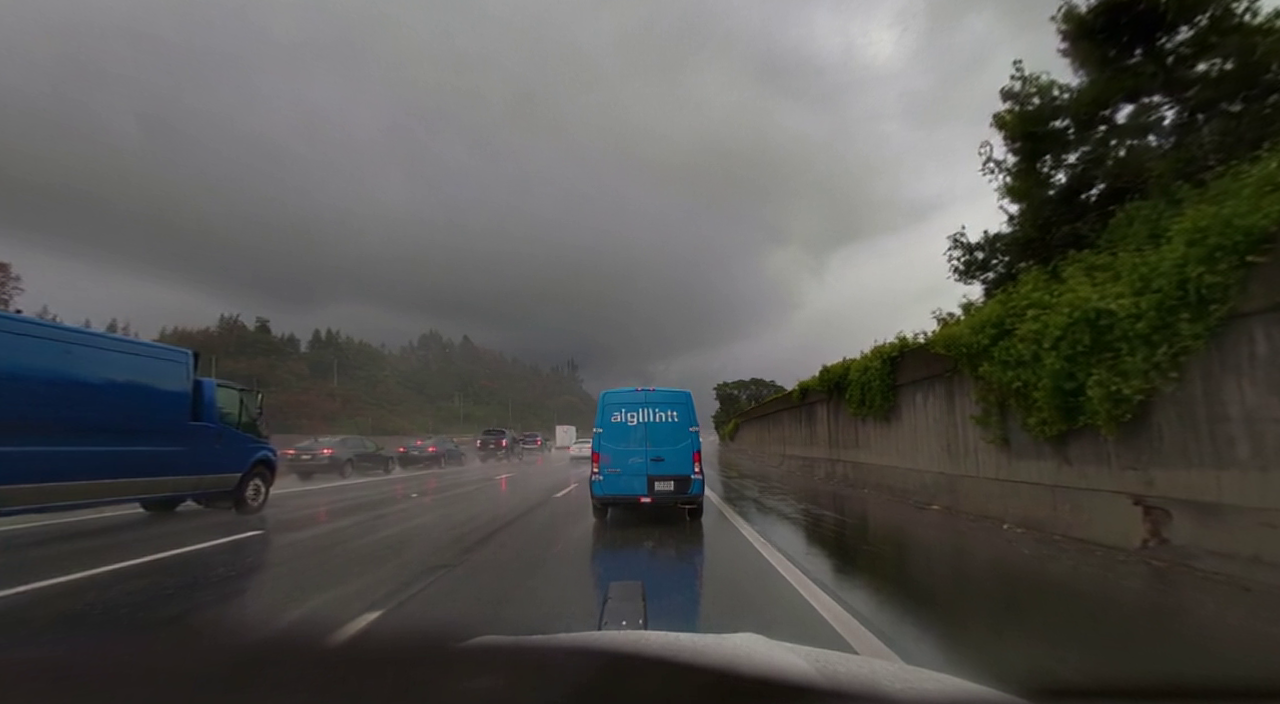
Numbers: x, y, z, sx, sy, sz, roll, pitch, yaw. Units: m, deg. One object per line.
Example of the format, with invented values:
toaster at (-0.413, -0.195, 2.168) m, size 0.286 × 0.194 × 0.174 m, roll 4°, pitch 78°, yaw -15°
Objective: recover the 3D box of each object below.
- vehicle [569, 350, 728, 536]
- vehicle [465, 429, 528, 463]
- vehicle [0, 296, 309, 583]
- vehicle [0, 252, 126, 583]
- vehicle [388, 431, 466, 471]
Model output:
vehicle at (0.163, 1.799, 12.541) m, size 2.316 × 2.738 × 6.398 m, roll 0°, pitch -8°, yaw 1°
vehicle at (-9.552, 6.375, 42.710) m, size 2.566 × 2.158 × 5.957 m, roll -1°, pitch -9°, yaw 3°
vehicle at (-7.311, 1.201, 8.852) m, size 2.849 × 3.020 × 4.370 m, roll 0°, pitch -8°, yaw 0°
vehicle at (-7.431, 0.274, 3.595) m, size 2.717 × 3.113 × 7.354 m, roll 0°, pitch -8°, yaw 0°
vehicle at (-10.556, 4.953, 31.730) m, size 2.061 × 1.846 × 4.852 m, roll -1°, pitch -8°, yaw 3°
